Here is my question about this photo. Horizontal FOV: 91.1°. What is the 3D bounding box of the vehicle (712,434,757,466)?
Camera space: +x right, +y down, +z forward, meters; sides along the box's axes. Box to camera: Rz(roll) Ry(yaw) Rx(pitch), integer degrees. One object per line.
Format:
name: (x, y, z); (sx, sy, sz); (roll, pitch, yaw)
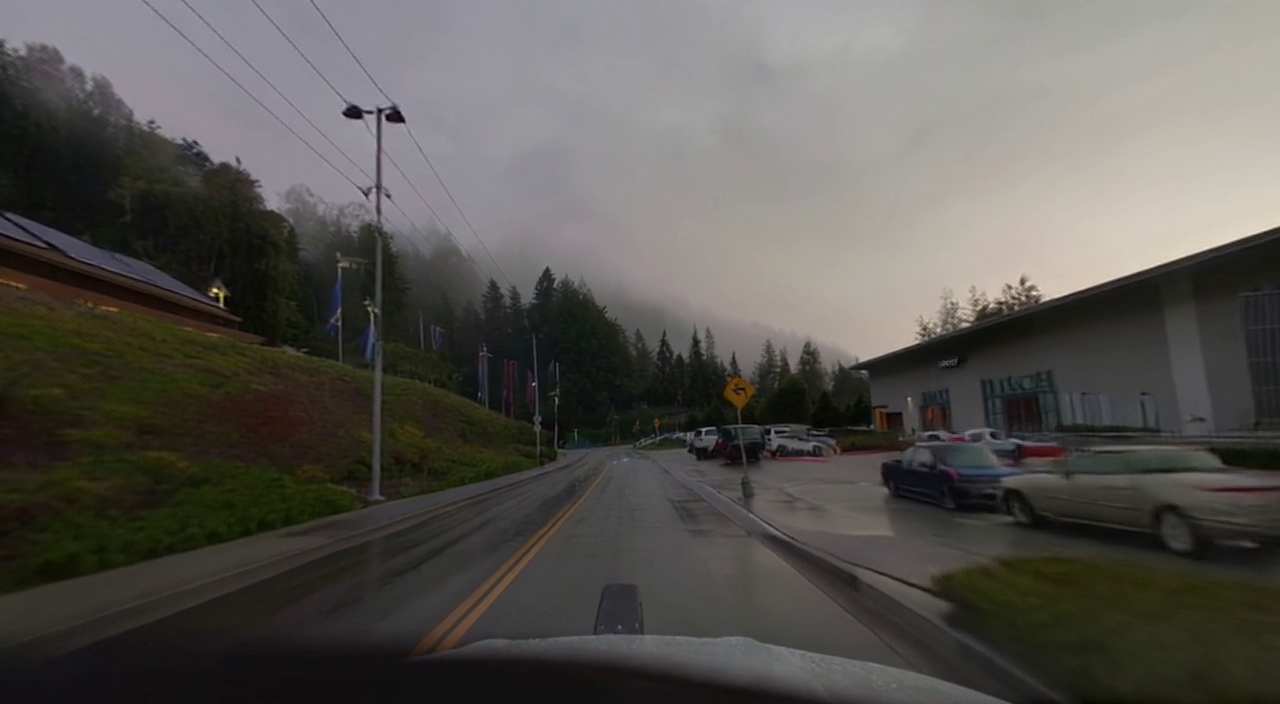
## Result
vehicle: (5.754, 6.051, 38.956); (1.977, 1.860, 4.237); (0, -9, -2)

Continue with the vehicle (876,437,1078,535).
vehicle: (7.023, 2.760, 13.747); (1.961, 1.648, 4.260); (-1, -7, -1)

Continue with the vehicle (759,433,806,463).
vehicle: (8.551, 5.829, 38.111); (1.924, 1.713, 4.627); (-1, -9, 2)

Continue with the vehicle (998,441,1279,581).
vehicle: (7.313, 2.042, 8.931); (1.909, 1.496, 4.079); (0, -9, -2)

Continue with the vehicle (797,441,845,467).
vehicle: (11.050, 6.264, 38.539); (1.819, 1.494, 3.834); (0, -9, 1)
